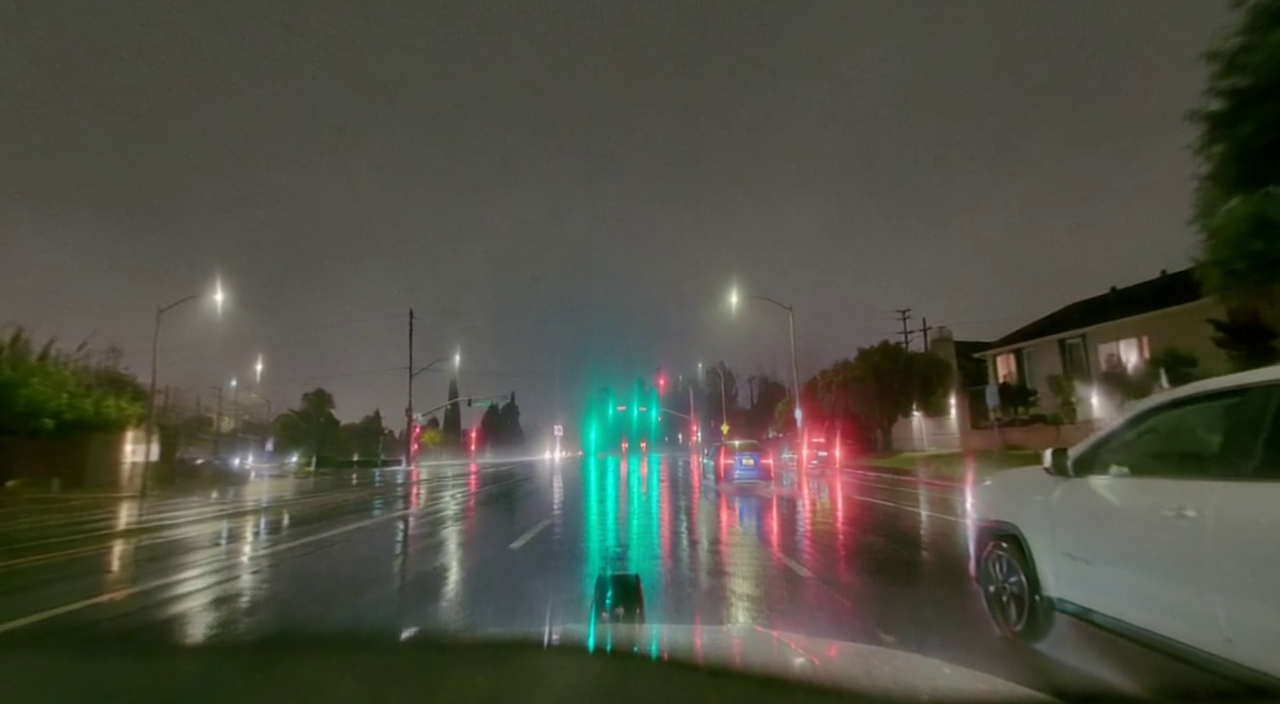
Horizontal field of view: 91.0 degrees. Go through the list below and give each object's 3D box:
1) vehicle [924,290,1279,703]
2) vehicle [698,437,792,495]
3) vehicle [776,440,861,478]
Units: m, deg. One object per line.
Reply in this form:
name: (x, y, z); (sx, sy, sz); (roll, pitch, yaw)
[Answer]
vehicle: (3.081, 0.703, 2.050); (2.129, 1.761, 4.610); (0, -9, 0)
vehicle: (2.884, 3.239, 18.223); (1.889, 1.451, 4.180); (0, -9, -1)
vehicle: (7.214, 4.377, 25.972); (2.010, 1.421, 4.586); (0, -9, -2)
